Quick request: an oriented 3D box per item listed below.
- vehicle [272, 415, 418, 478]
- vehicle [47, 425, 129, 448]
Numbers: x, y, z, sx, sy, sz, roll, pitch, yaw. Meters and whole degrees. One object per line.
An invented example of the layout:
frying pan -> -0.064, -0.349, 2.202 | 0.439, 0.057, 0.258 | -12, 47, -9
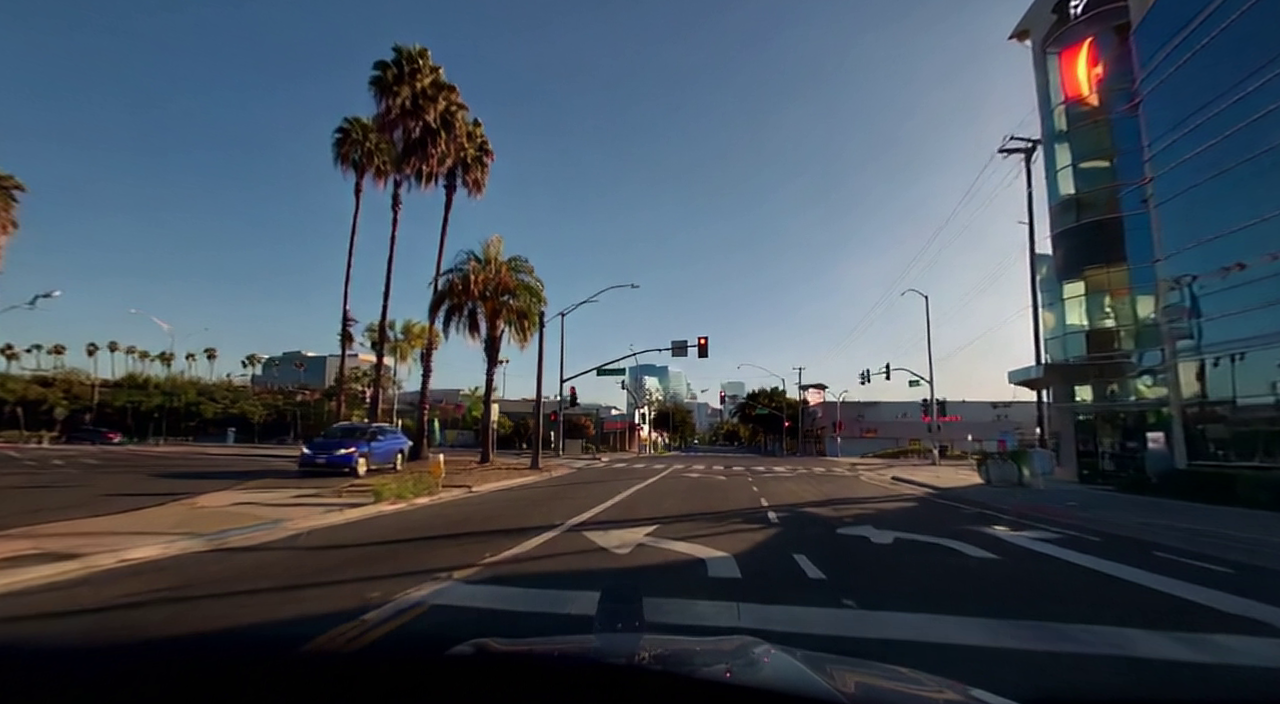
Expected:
vehicle -> -9.504, 3.105, 20.908 | 2.109, 1.816, 4.670 | 0, -8, 7
vehicle -> -39.130, 5.987, 44.820 | 4.089, 1.517, 2.014 | 0, -8, 7
